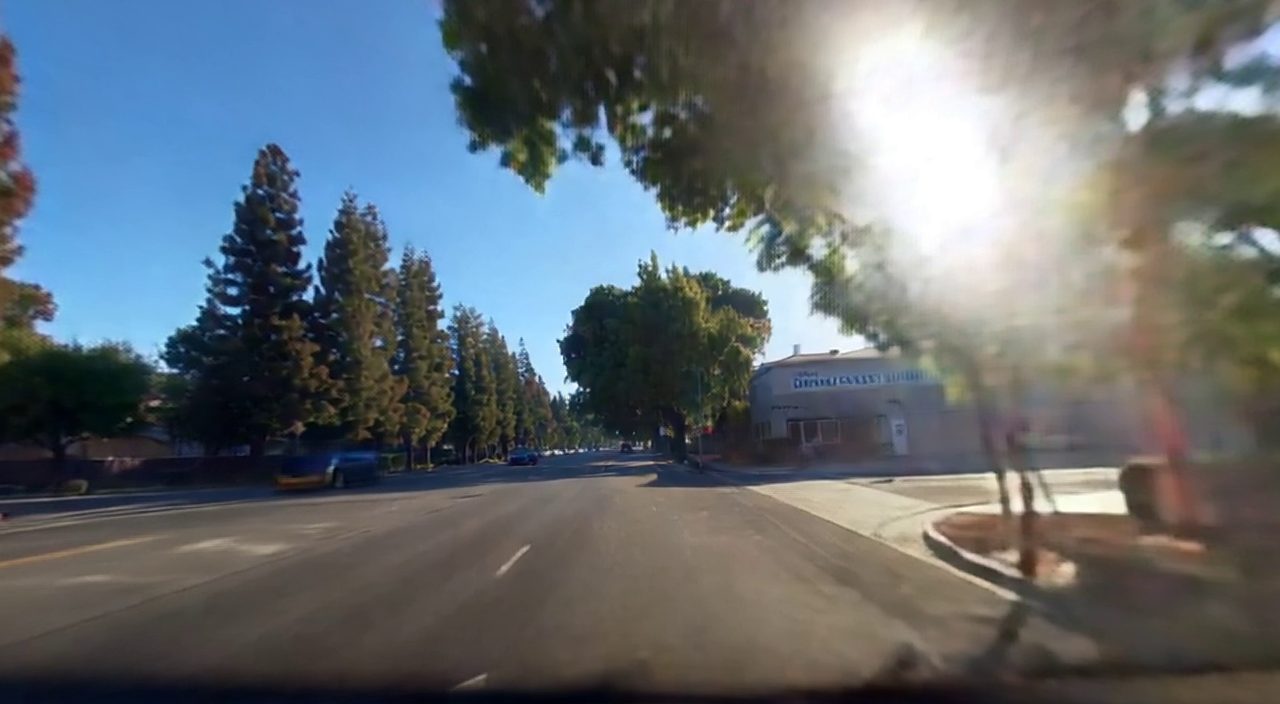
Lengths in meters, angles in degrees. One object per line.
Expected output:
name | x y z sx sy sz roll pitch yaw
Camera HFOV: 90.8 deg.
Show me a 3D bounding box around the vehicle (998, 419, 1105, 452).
vehicle | 21.730 4.499 33.688 2.028 1.584 4.971 1 -9 -5
